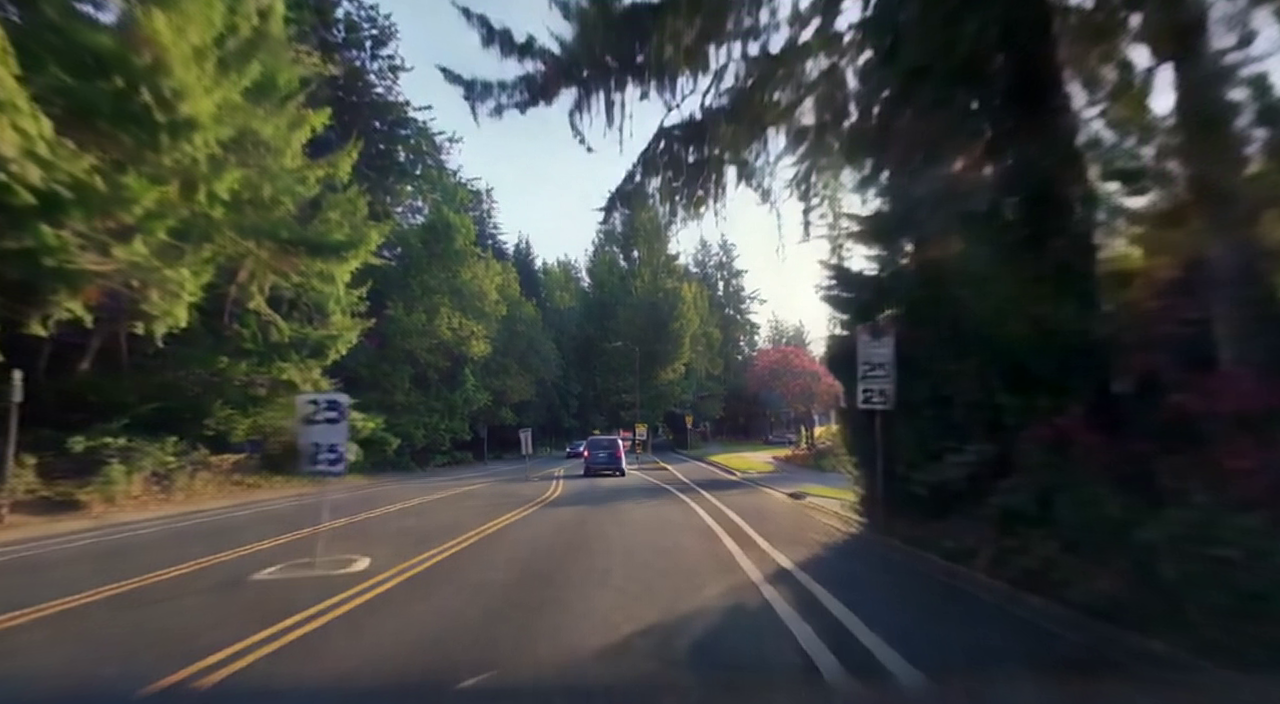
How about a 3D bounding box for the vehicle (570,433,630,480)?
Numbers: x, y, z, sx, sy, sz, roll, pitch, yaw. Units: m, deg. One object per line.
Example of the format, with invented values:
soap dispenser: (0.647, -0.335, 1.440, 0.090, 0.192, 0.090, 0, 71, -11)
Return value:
vehicle: (-1.615, 4.186, 25.410, 2.216, 1.708, 4.110, 1, -9, -4)
